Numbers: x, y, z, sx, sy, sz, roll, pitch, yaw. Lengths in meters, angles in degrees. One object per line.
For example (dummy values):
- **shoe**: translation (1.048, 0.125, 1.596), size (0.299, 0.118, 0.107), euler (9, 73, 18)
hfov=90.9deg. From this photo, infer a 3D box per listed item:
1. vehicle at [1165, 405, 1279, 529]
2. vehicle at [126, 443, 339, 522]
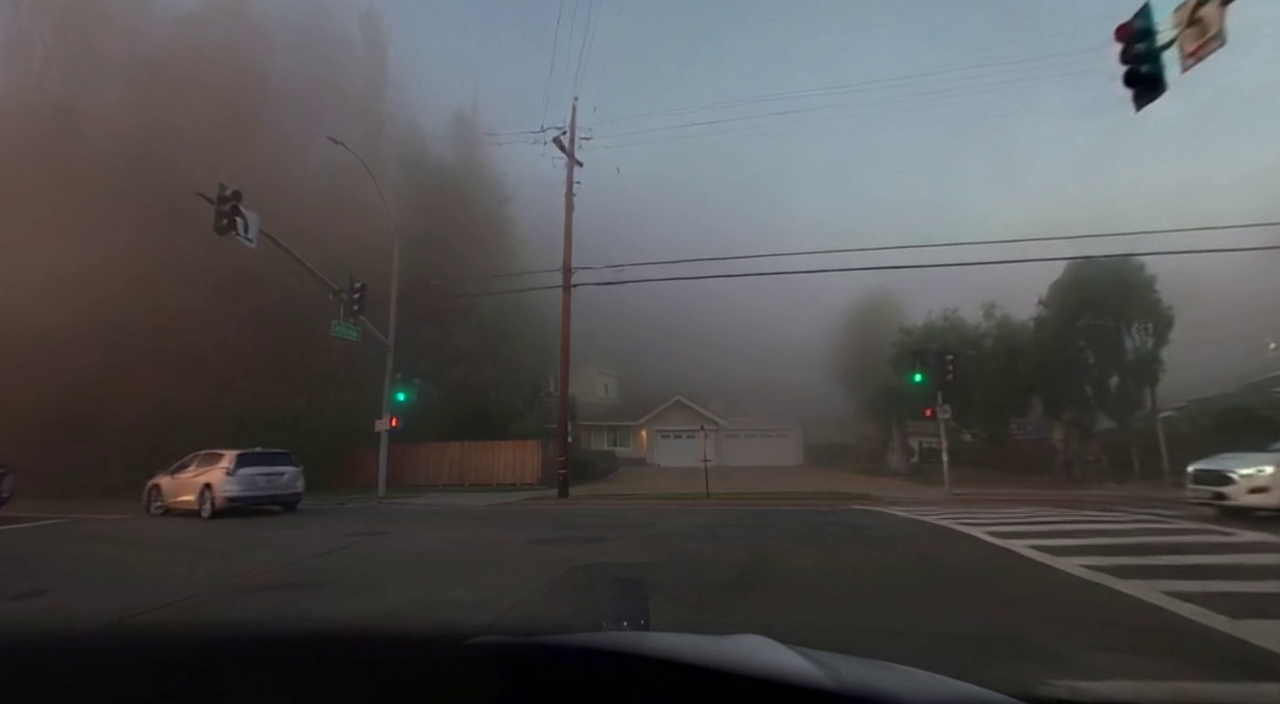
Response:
- **vehicle**: translation (11.316, 1.698, 9.554), size (4.600, 1.722, 2.074), euler (-2, -8, 10)
- **vehicle**: translation (-9.243, 2.833, 14.269), size (4.512, 1.506, 2.078), euler (-5, -9, 29)
